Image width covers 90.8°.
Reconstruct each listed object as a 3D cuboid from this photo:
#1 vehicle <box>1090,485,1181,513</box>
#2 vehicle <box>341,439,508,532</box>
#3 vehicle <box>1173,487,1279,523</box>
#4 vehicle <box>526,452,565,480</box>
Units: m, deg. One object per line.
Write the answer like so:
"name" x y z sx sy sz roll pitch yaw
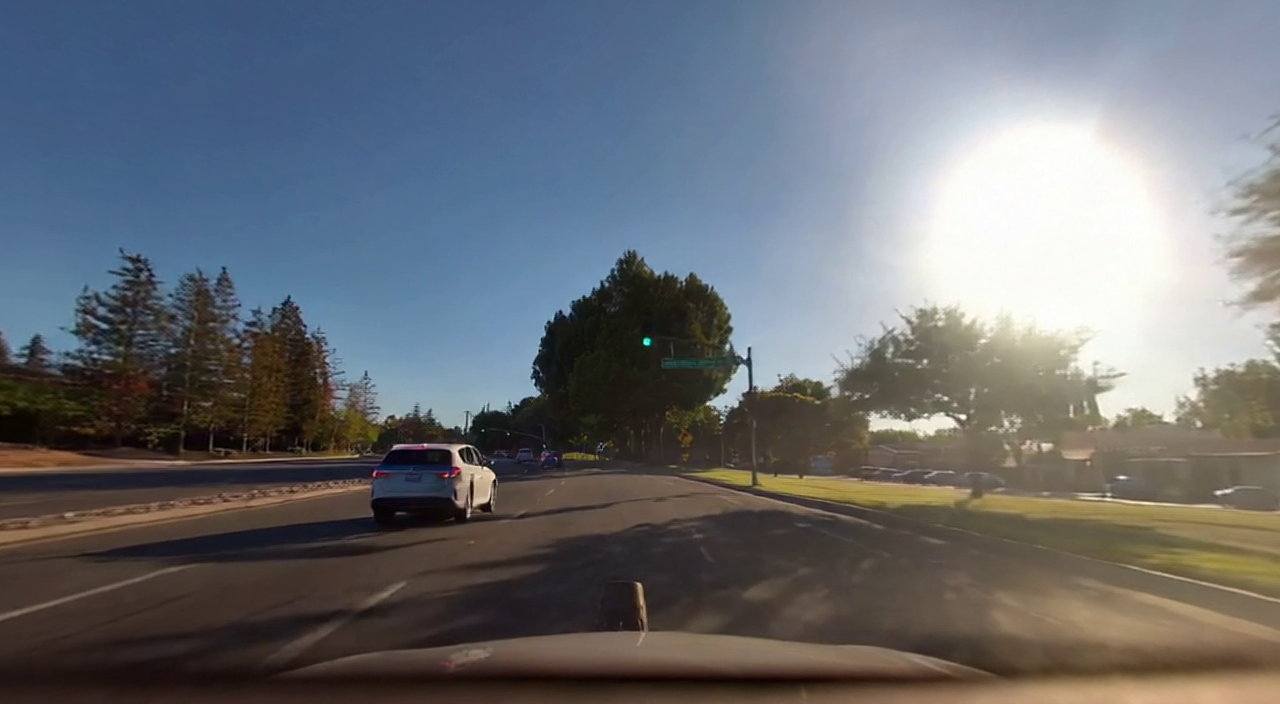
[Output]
"vehicle" 34.364 10.174 43.970 1.815 1.463 4.876 3 -9 -11
"vehicle" -4.298 2.714 13.559 2.098 1.613 4.606 0 -9 -2
"vehicle" 35.179 9.112 37.904 1.791 1.703 4.779 2 -9 -7
"vehicle" -5.339 6.446 36.019 1.904 1.476 3.736 1 -9 -4
